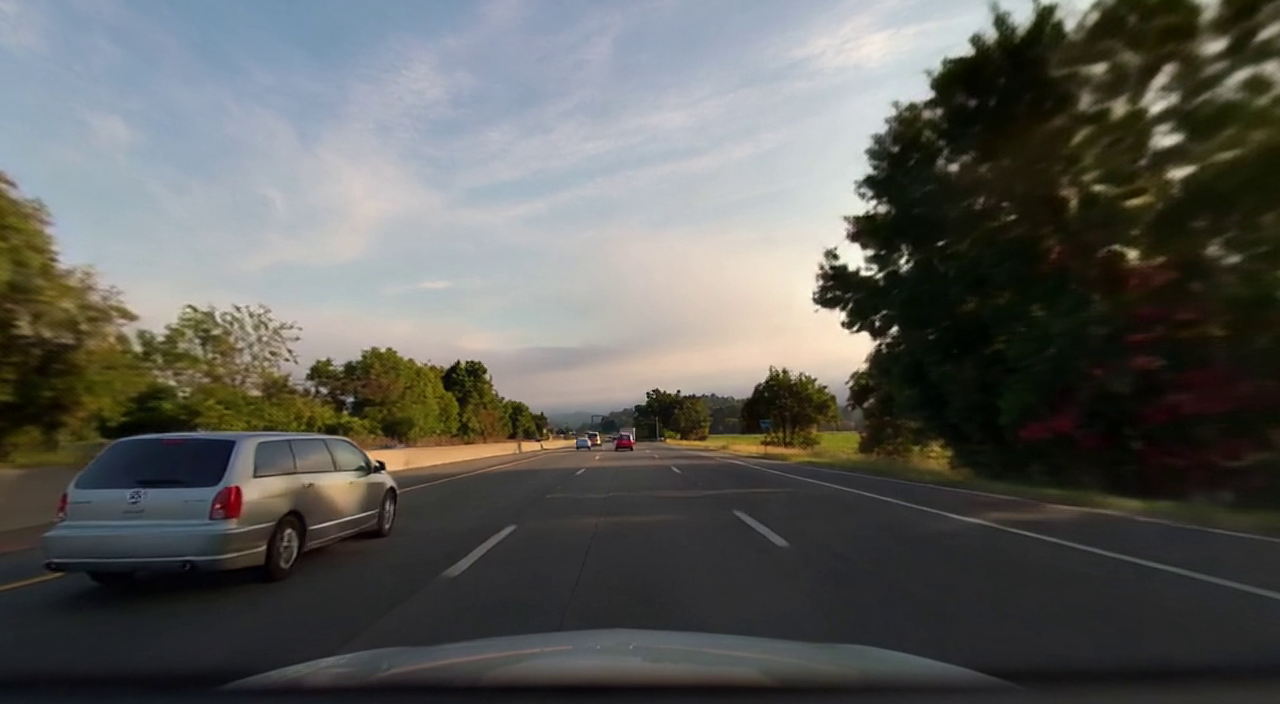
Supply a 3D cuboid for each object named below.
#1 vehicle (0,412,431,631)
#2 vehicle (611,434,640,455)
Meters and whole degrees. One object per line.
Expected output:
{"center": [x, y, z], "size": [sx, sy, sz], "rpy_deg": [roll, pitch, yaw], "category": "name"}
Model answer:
{"center": [-3.786, 1.441, 6.426], "size": [1.931, 1.483, 4.105], "rpy_deg": [0, -8, -1], "category": "vehicle"}
{"center": [-1.105, 7.295, 49.812], "size": [2.162, 1.616, 4.242], "rpy_deg": [0, -8, -1], "category": "vehicle"}
